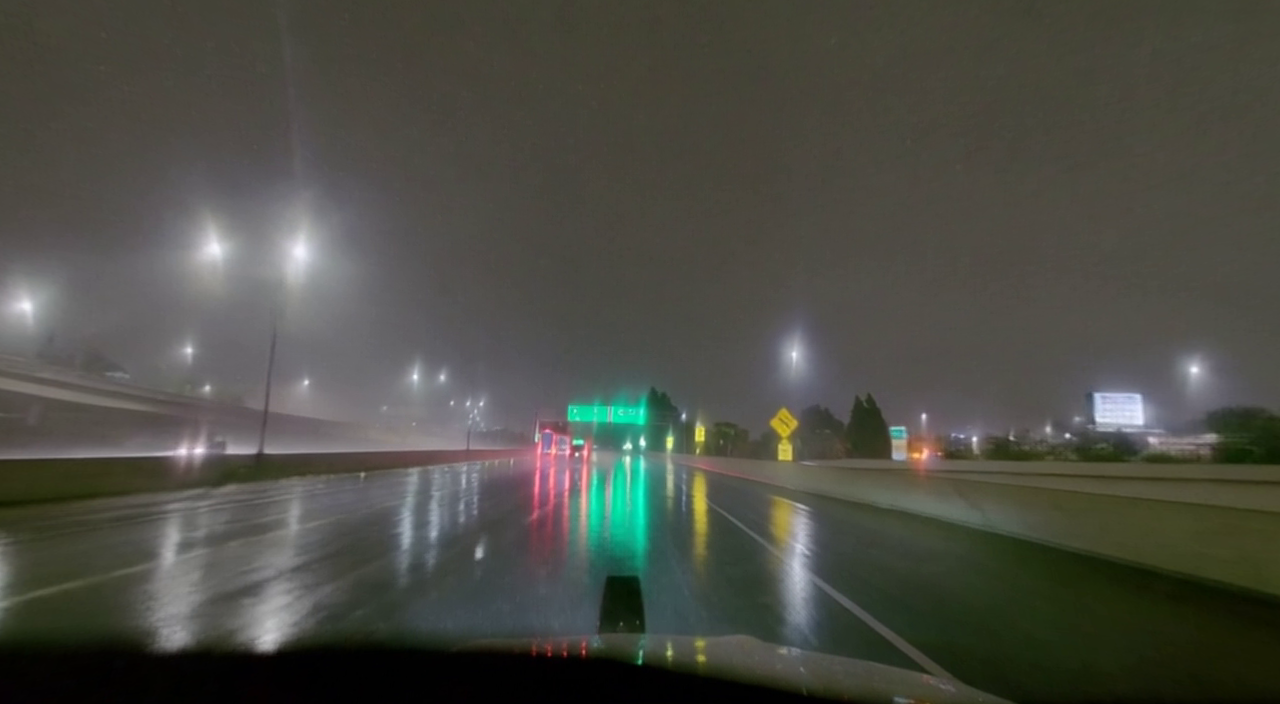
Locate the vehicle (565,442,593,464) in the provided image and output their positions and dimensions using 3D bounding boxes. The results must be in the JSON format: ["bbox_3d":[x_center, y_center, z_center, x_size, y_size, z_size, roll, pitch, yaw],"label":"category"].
[{"bbox_3d":[-4.737,7.881,49.434,1.971,1.643,4.009,0,-8,-2],"label":"vehicle"}]
